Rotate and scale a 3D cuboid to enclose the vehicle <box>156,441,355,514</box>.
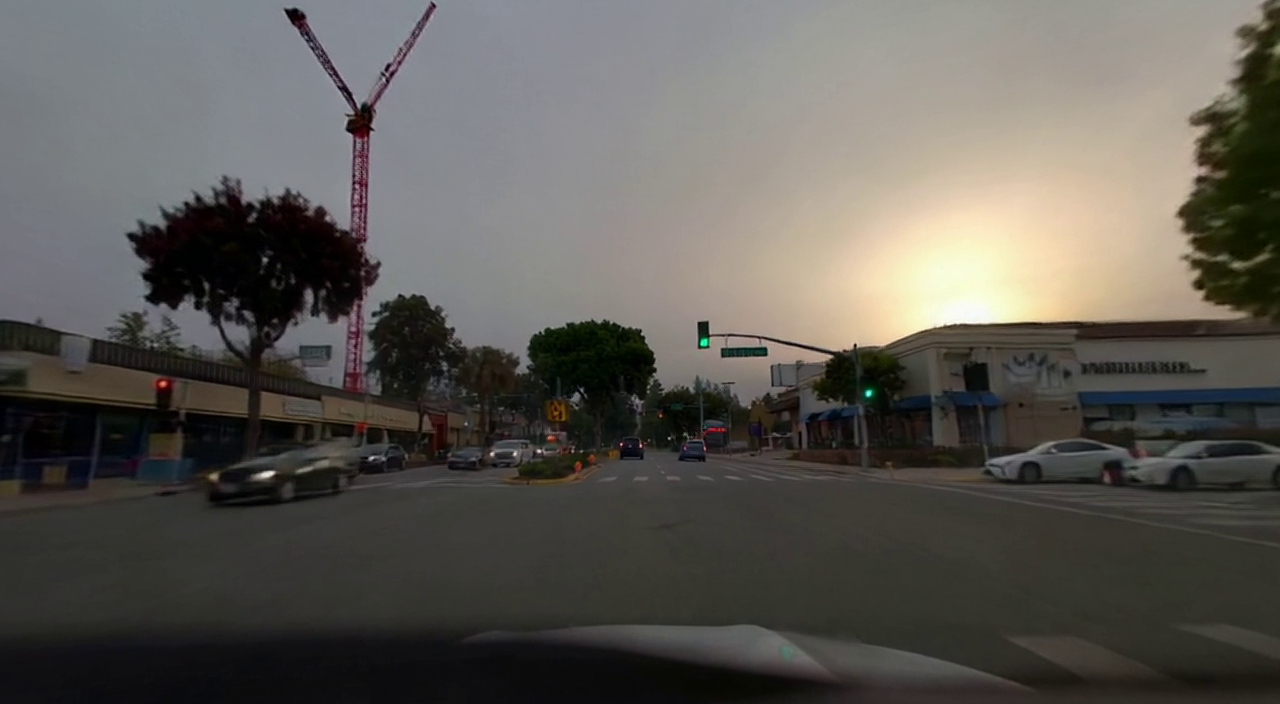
[{"bbox_3d":[-8.798,2.885,15.040,2.067,1.460,4.290,0,-8,-1],"label":"vehicle"}]

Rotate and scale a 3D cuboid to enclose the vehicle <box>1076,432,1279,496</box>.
[{"bbox_3d":[13.874,2.760,15.762,4.506,1.479,1.924,0,-8,2],"label":"vehicle"}]

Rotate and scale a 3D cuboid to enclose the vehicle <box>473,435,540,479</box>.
[{"bbox_3d":[-5.852,4.604,28.130,1.983,1.715,4.466,-2,-8,0],"label":"vehicle"}]

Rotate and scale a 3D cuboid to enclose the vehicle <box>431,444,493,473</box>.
[{"bbox_3d":[-9.257,5.571,33.297,1.947,1.434,4.557,0,-8,0],"label":"vehicle"}]

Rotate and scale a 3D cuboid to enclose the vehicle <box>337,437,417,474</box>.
[{"bbox_3d":[-16.481,6.511,39.994,2.314,2.135,5.914,-1,-8,2],"label":"vehicle"}]

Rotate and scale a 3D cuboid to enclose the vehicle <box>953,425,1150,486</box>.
[{"bbox_3d":[12.756,3.238,19.939,4.641,1.772,2.080,-1,-9,7],"label":"vehicle"}]
